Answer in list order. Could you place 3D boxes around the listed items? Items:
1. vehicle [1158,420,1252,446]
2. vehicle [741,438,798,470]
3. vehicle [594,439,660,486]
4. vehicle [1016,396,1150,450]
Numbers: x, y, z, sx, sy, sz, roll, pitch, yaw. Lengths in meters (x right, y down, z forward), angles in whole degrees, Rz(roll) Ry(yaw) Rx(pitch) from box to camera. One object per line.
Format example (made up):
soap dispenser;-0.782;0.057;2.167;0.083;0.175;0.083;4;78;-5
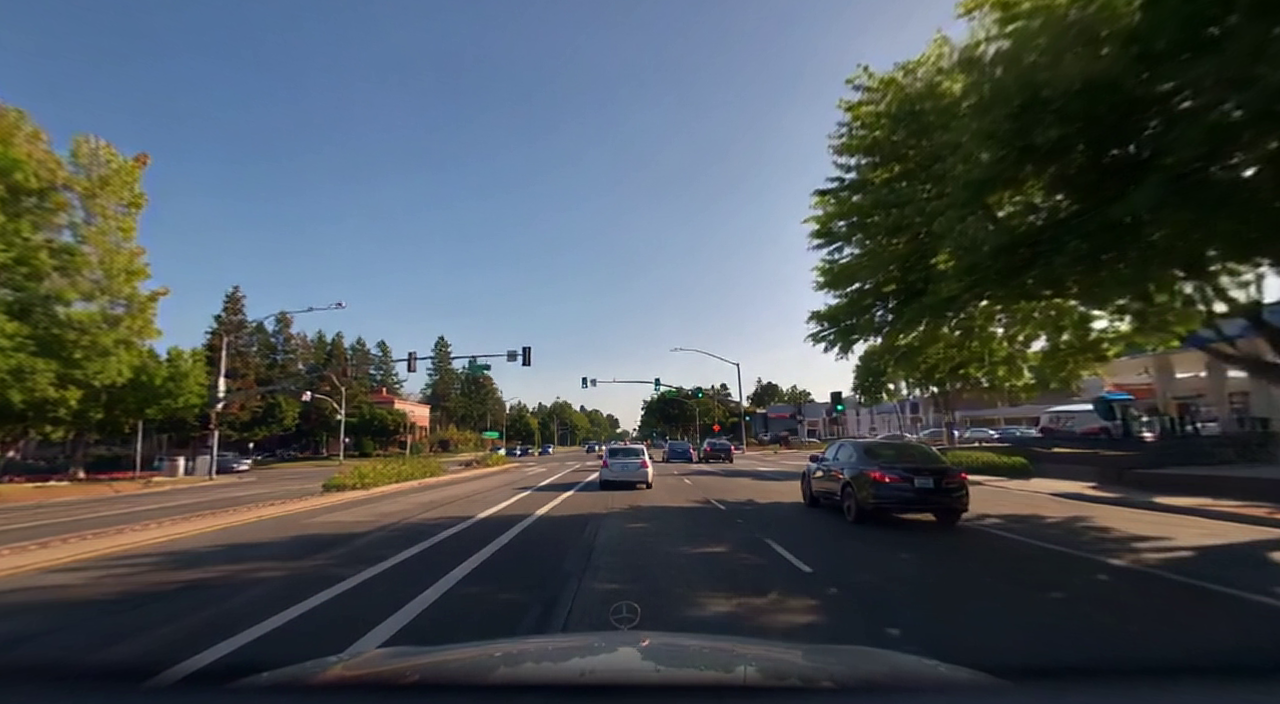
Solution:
vehicle;37.653;5.471;42.243;1.879;1.650;4.496;1;-9;-5
vehicle;6.388;5.097;31.685;1.890;1.489;4.396;0;-8;-1
vehicle;-0.399;3.715;21.540;2.040;1.451;3.736;0;-8;0
vehicle;29.059;4.855;42.043;2.940;3.265;7.968;0;-9;-1
